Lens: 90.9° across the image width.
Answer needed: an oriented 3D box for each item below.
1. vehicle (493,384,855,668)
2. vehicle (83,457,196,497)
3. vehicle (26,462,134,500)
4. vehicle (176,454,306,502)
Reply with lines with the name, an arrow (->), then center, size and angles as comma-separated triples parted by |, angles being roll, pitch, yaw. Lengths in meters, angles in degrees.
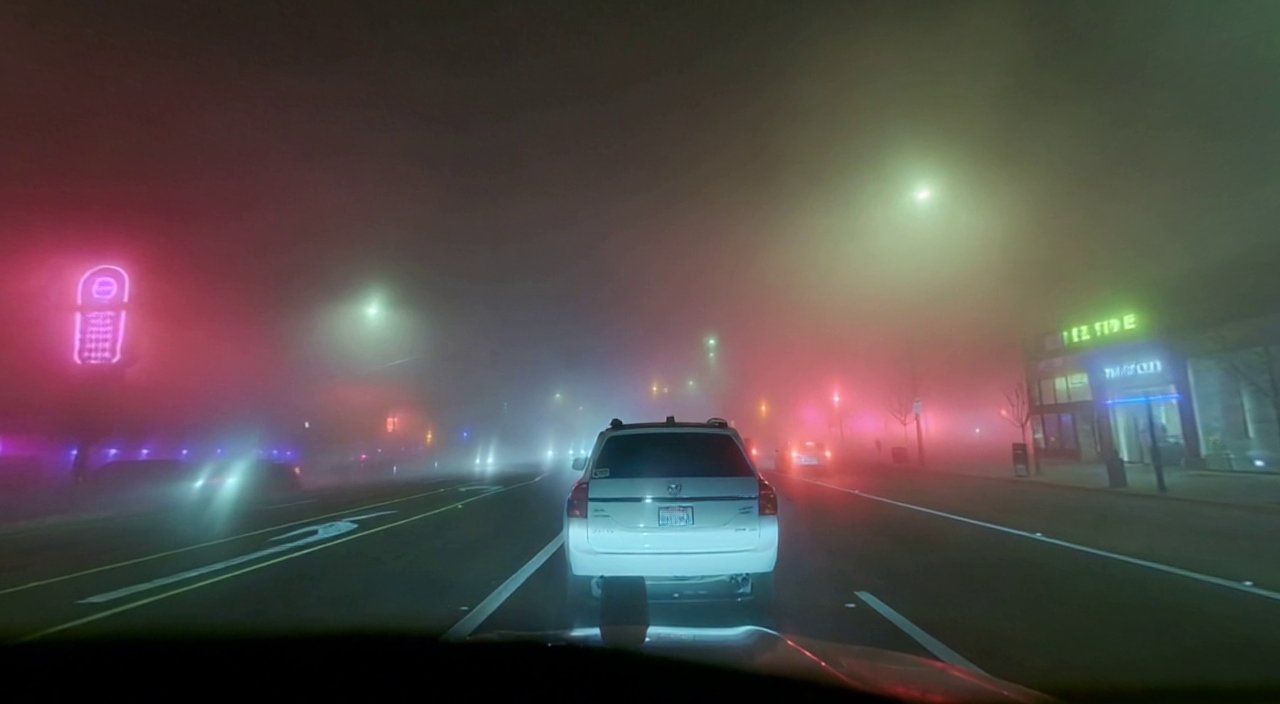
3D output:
vehicle -> 0.200, 1.310, 5.735 | 2.125, 1.669, 3.880 | 0, -8, 0
vehicle -> -25.843, 6.416, 32.845 | 2.026, 1.808, 4.835 | 0, -8, -2
vehicle -> -28.661, 6.610, 32.444 | 2.018, 1.716, 4.042 | -1, -10, -5
vehicle -> -14.017, 4.423, 22.458 | 1.991, 1.486, 3.844 | 0, -8, 2
